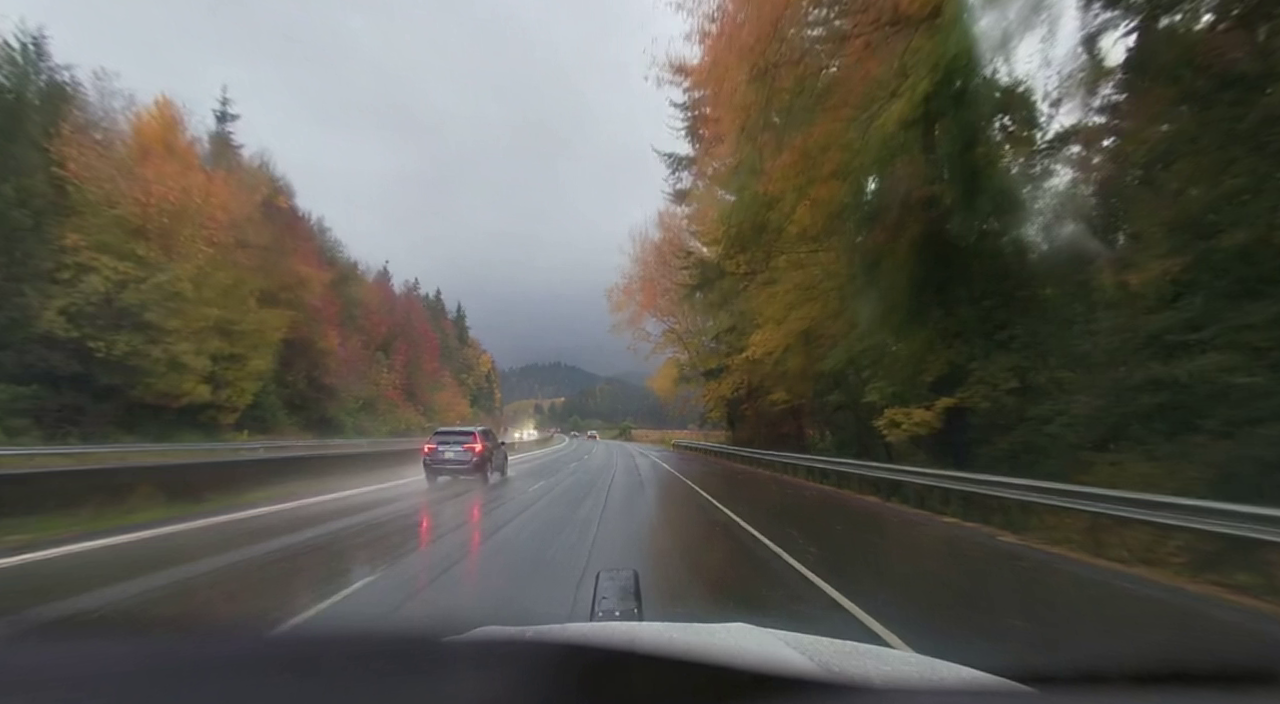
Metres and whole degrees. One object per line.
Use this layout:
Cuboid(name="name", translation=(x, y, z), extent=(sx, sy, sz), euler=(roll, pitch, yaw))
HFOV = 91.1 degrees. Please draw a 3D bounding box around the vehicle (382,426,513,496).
Cuboid(name="vehicle", translation=(-4.774, 2.740, 16.355), extent=(2.073, 1.559, 4.393), euler=(0, -8, -1))
